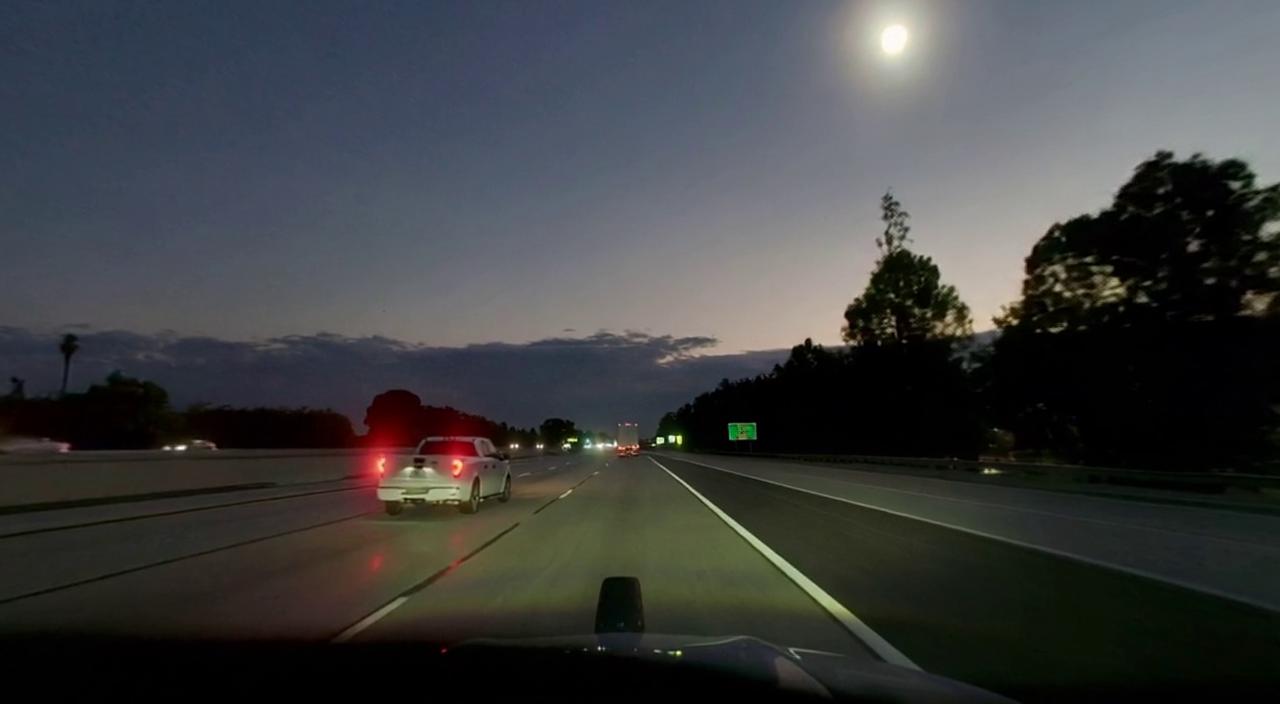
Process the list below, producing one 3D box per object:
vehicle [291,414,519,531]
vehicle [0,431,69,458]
[{"bbox_3d":[-4.032,2.186,12.033,2.316,1.731,5.126,0,-8,1],"label":"vehicle"},{"bbox_3d":[-39.937,5.945,40.455,2.111,1.646,4.435,0,-8,-1],"label":"vehicle"}]
